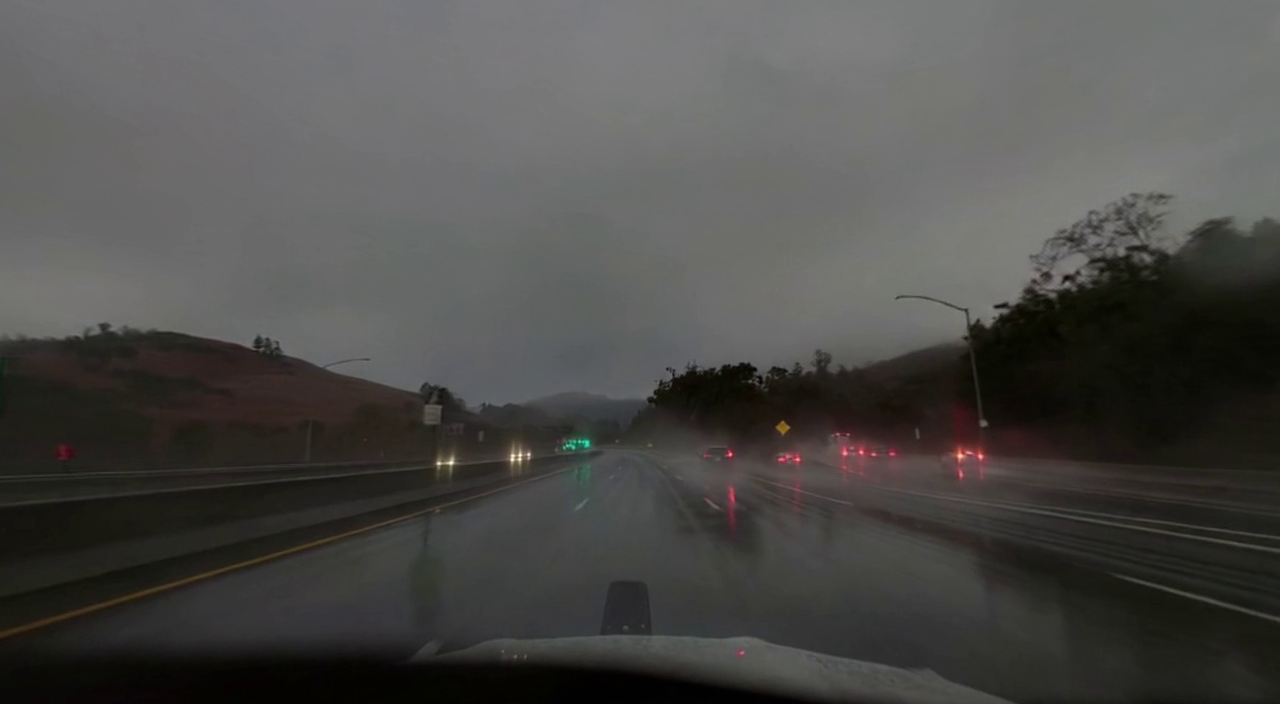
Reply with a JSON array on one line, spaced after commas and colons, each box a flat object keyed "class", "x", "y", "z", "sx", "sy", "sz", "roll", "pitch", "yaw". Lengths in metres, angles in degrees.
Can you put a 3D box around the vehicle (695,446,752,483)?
[{"class": "vehicle", "x": 3.657, "y": 5.004, "z": 28.363, "sx": 1.916, "sy": 1.469, "sz": 4.481, "roll": 0, "pitch": -8, "yaw": -1}]
